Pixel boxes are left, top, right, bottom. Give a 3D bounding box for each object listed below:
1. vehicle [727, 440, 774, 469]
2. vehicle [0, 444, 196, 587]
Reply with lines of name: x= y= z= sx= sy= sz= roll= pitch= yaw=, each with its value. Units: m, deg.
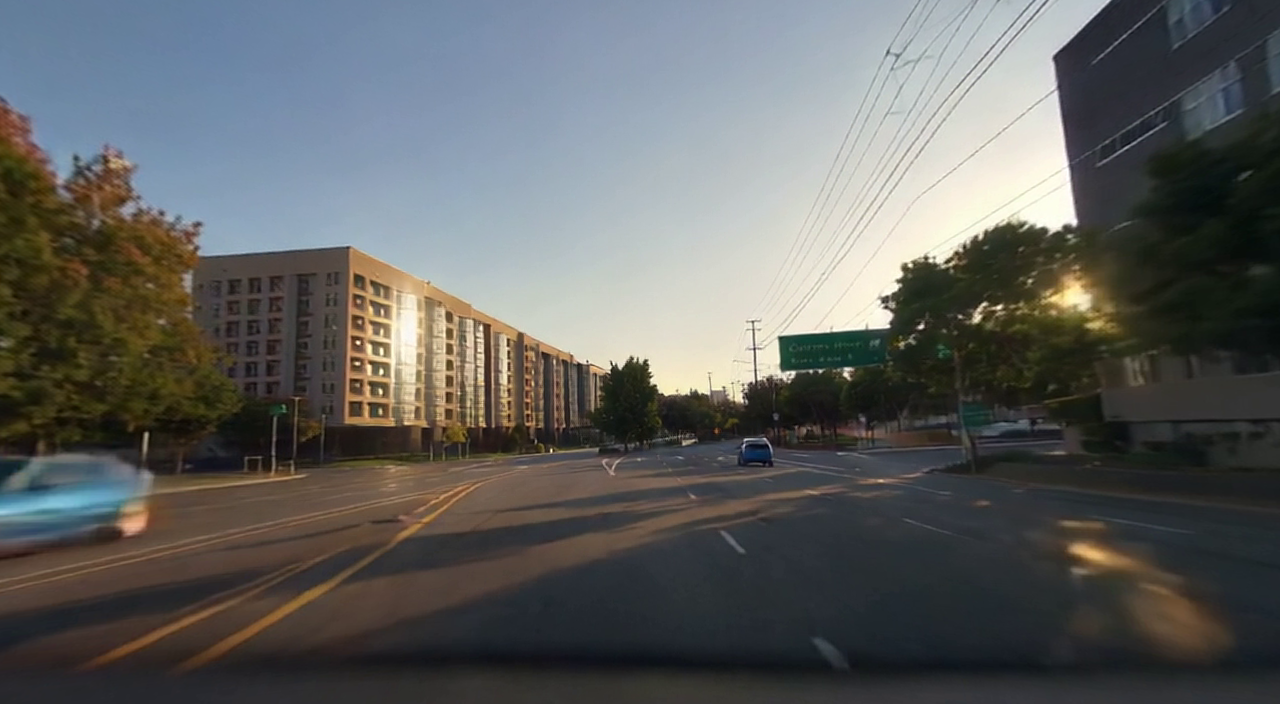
vehicle: x=5.993 y=5.597 z=34.567 sx=1.908 sy=1.476 sz=3.880 roll=0 pitch=-9 yaw=0
vehicle: x=-9.345 y=2.309 z=9.340 sx=2.041 sy=1.829 sz=4.797 roll=0 pitch=-9 yaw=-1
